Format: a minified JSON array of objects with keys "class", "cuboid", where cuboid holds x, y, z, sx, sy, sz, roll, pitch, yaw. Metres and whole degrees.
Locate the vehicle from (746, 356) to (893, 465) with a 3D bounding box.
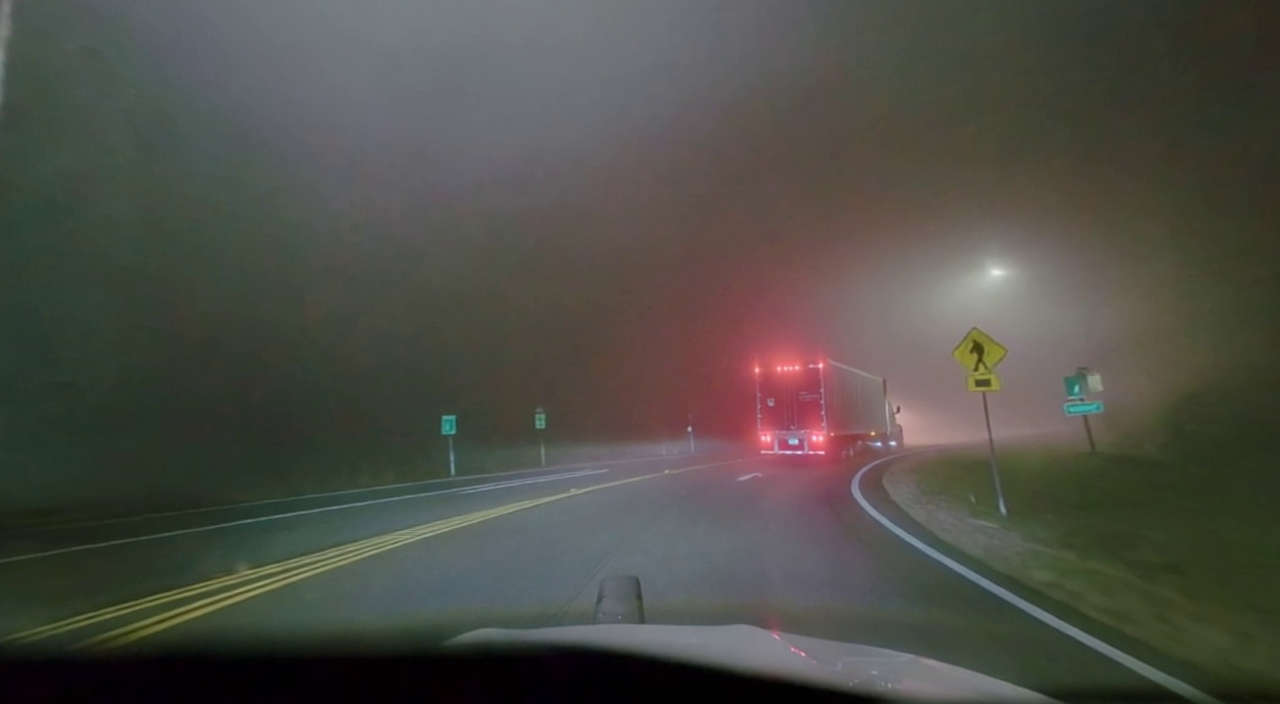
[{"class":"vehicle","cuboid":[8.013,2.676,26.666,2.837,3.712,10.484,-5,-9,33]}]
